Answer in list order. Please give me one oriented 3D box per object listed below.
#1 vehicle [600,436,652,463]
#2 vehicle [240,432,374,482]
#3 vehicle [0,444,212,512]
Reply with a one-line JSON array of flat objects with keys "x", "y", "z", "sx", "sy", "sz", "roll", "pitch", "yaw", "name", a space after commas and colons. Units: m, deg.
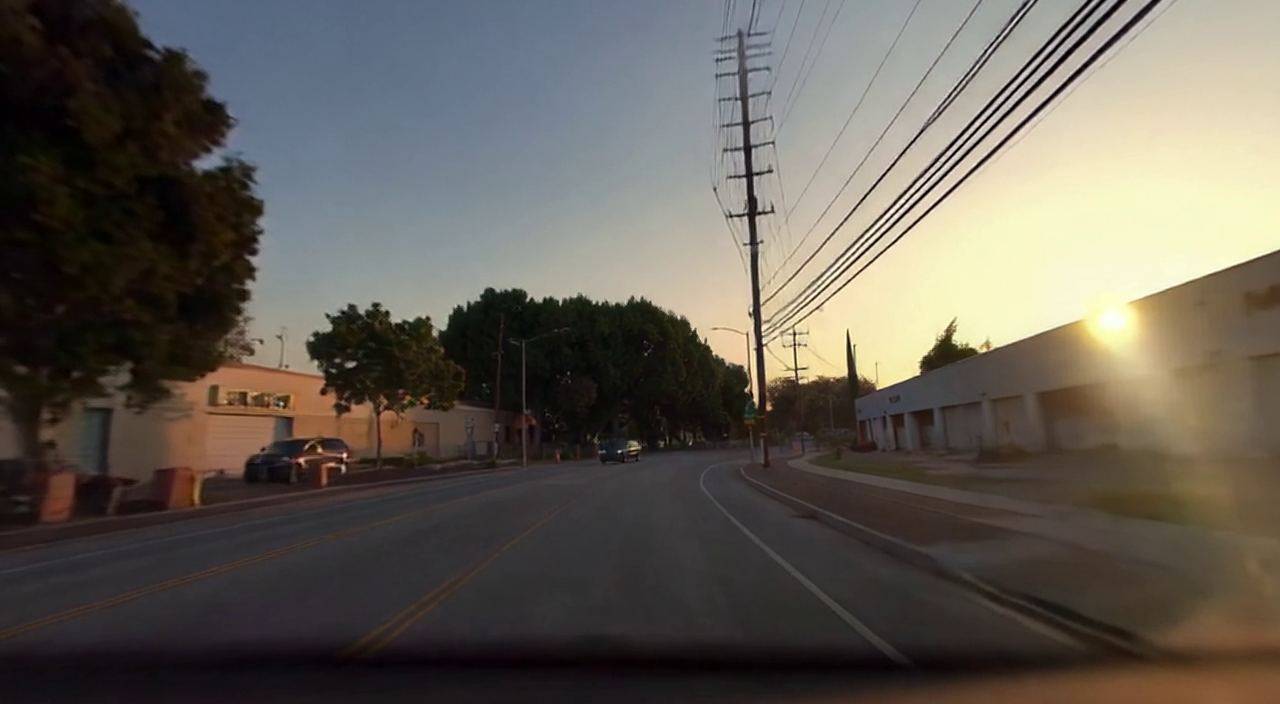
[{"x": -1.015, "y": 7.603, "z": 49.156, "sx": 2.490, "sy": 1.961, "sz": 5.553, "roll": -2, "pitch": -9, "yaw": 16, "name": "vehicle"}, {"x": -15.864, "y": 5.126, "z": 30.684, "sx": 2.502, "sy": 2.113, "sz": 6.488, "roll": -1, "pitch": -10, "yaw": 5, "name": "vehicle"}, {"x": -14.467, "y": 3.347, "z": 17.357, "sx": 2.070, "sy": 1.577, "sz": 4.652, "roll": 0, "pitch": -8, "yaw": 0, "name": "vehicle"}]
